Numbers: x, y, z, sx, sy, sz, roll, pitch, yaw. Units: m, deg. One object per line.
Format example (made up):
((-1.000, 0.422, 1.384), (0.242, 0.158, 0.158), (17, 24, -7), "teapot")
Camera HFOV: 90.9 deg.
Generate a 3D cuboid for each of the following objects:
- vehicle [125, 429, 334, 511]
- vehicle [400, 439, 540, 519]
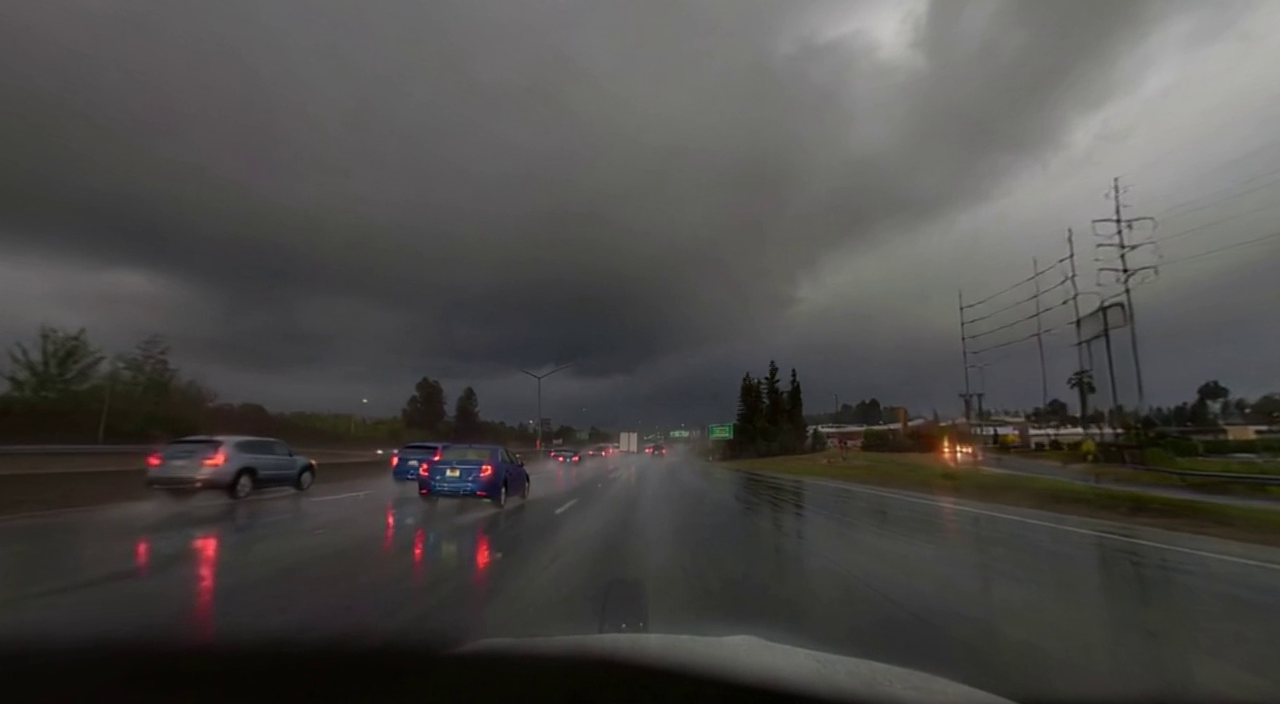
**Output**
((-10.427, 3.019, 16.673), (2.044, 1.810, 5.016), (0, -8, 2), "vehicle")
((-3.541, 2.693, 13.912), (1.953, 1.511, 3.704), (0, -8, 2), "vehicle")
